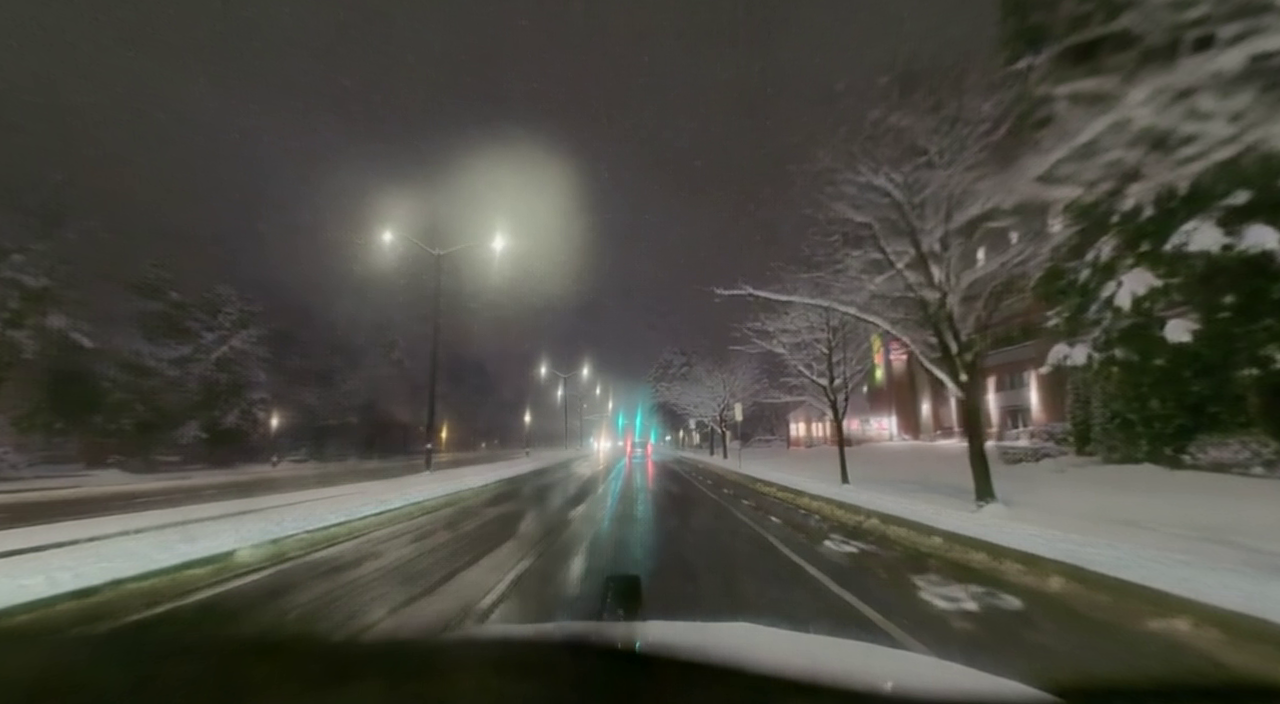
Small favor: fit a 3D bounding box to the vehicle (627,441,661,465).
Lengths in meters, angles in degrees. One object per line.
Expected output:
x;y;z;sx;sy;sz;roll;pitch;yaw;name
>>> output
0.202;6.567;41.219;2.115;1.461;3.976;0;-8;-1;vehicle
